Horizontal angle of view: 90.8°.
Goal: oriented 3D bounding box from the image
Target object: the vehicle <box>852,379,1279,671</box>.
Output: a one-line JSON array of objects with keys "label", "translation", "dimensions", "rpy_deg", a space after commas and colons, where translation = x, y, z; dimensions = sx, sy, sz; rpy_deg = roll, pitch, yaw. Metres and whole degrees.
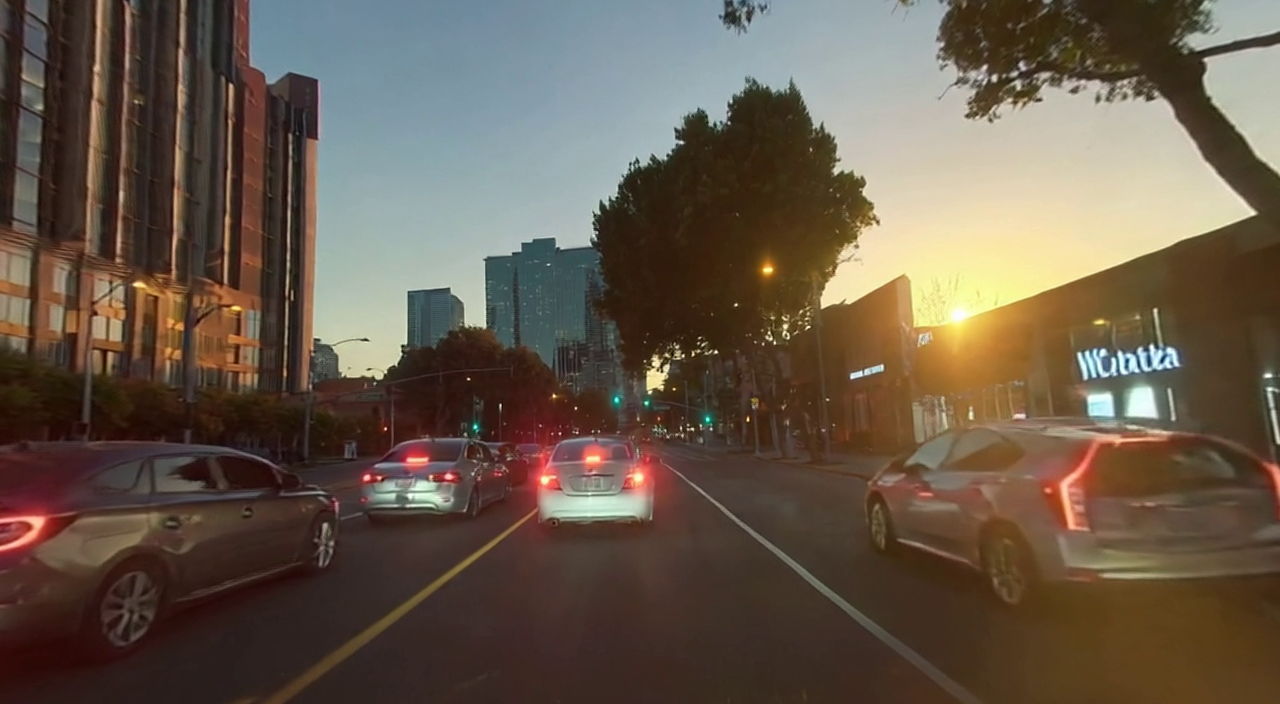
[{"label": "vehicle", "translation": [3.780, 1.299, 5.819], "dimensions": [2.097, 1.651, 4.300], "rpy_deg": [0, -9, -1]}]

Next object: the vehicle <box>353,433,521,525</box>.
[{"label": "vehicle", "translation": [-3.734, 2.400, 12.480], "dimensions": [1.950, 1.487, 4.130], "rpy_deg": [0, -9, 0]}]

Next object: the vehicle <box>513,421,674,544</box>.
[{"label": "vehicle", "translation": [-0.617, 1.963, 10.091], "dimensions": [2.042, 1.555, 3.912], "rpy_deg": [0, -8, -1]}]

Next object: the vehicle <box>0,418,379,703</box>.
[{"label": "vehicle", "translation": [-4.127, 1.383, 5.247], "dimensions": [2.020, 1.457, 4.496], "rpy_deg": [0, -8, 0]}]
